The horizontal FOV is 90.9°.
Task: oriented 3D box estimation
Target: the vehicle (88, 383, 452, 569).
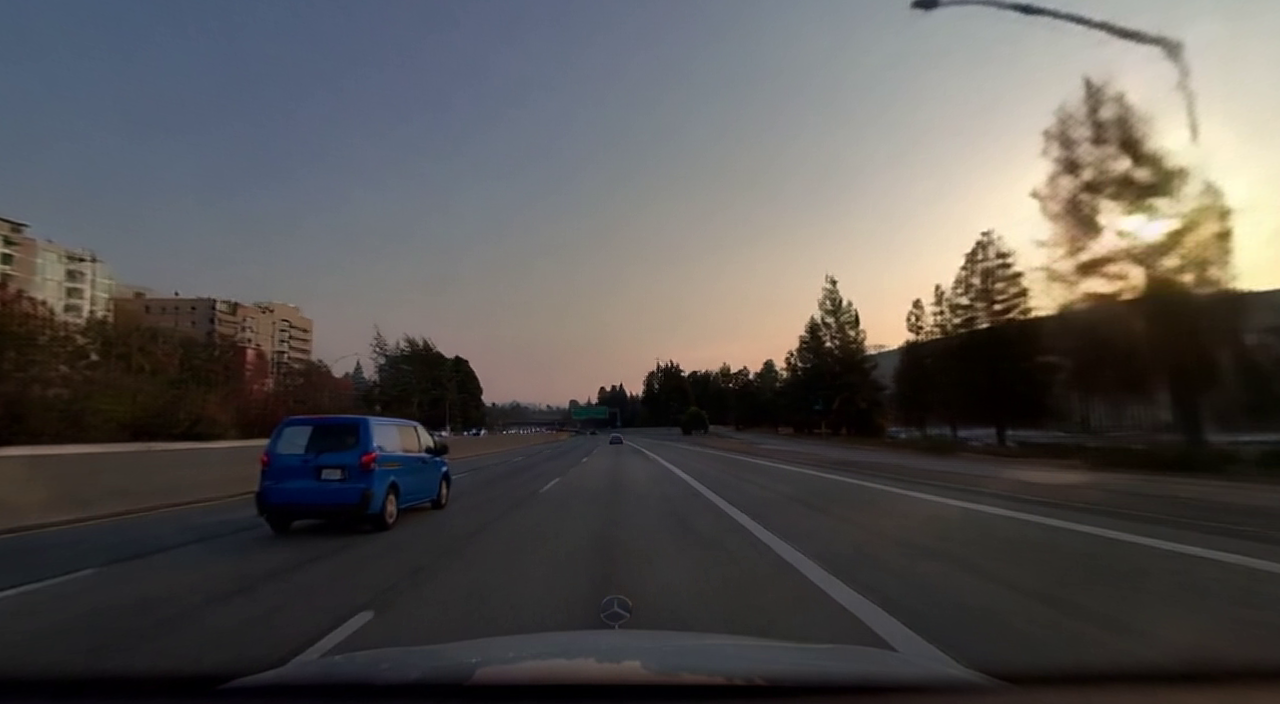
[{"bbox_3d":[-4.365,1.529,8.664,2.219,1.827,4.738,0,-7,-2],"label":"vehicle"}]
